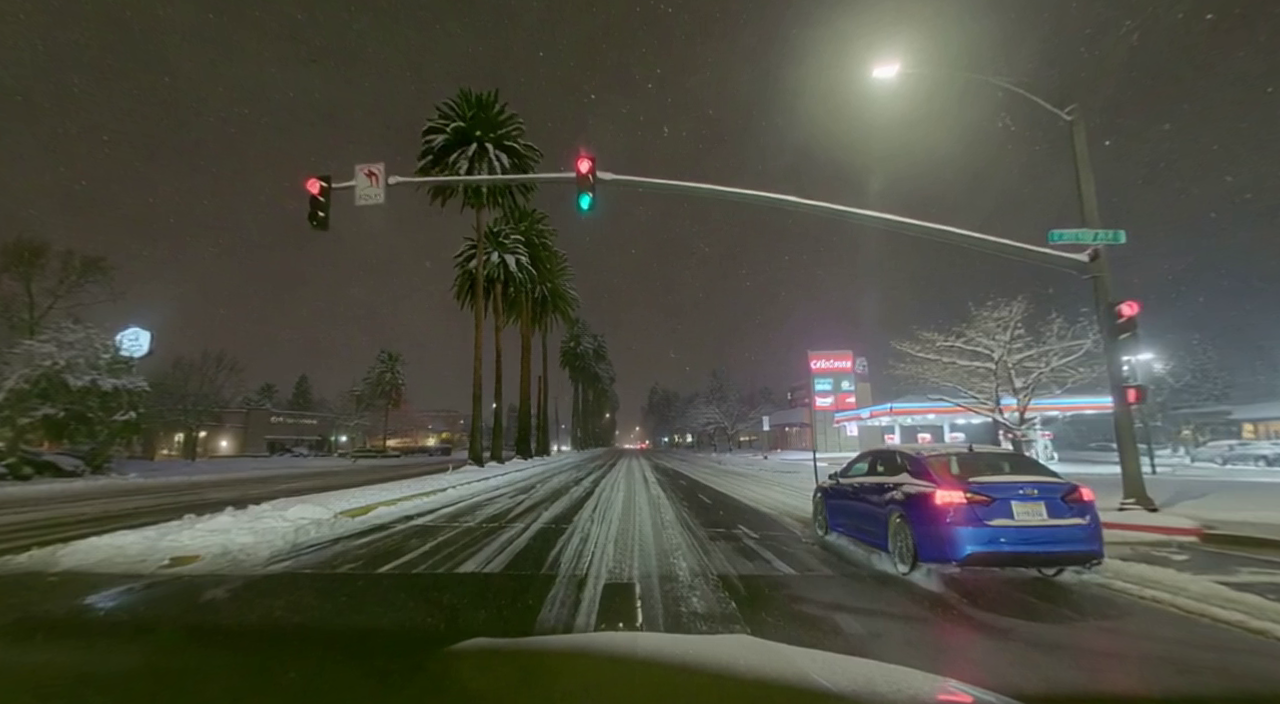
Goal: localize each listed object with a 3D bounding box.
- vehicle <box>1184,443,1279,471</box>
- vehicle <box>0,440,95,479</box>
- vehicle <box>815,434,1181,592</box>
[{"bbox_3d":[33.683,5.904,35.679,4.010,1.497,1.991,0,-8,-1],"label":"vehicle"},{"bbox_3d":[-32.810,5.779,34.268,1.987,1.959,5.016,0,-8,-1],"label":"vehicle"},{"bbox_3d":[3.938,1.807,8.050,1.978,1.442,4.262,0,-8,-3],"label":"vehicle"}]
